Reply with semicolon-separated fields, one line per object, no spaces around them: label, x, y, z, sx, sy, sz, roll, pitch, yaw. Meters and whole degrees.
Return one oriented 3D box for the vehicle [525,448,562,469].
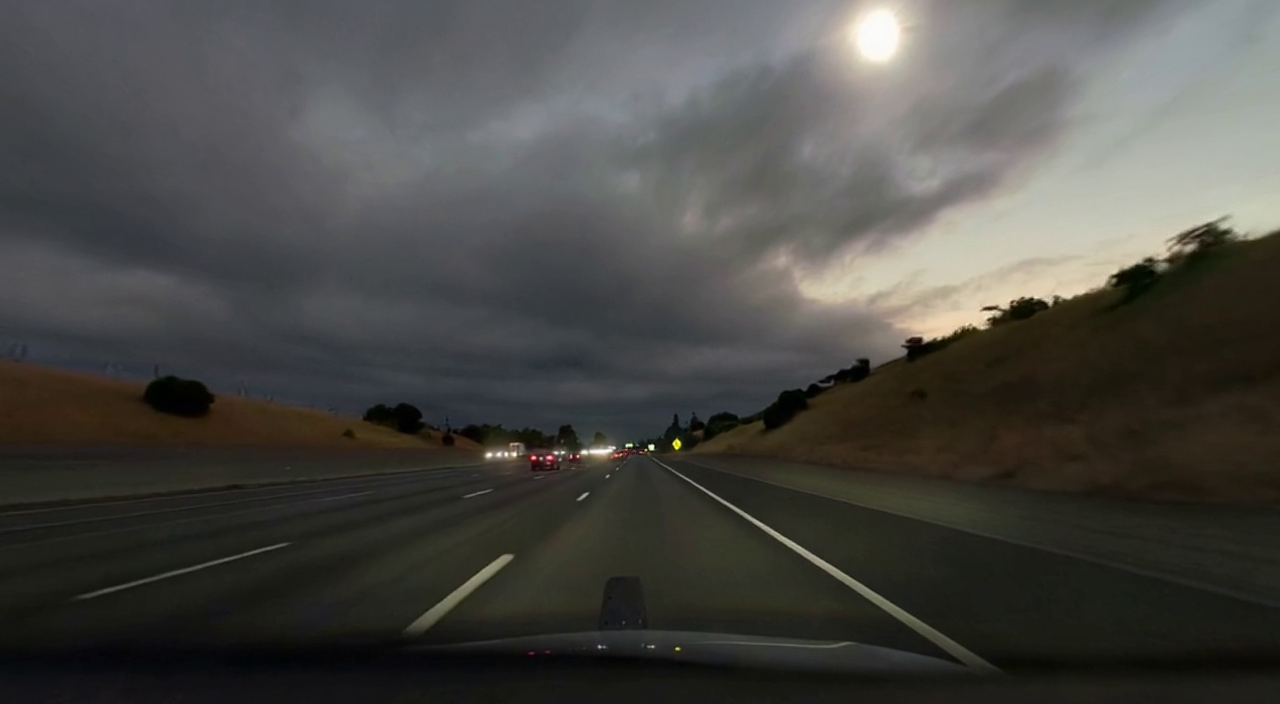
vehicle;-7.138;7.954;47.104;2.015;1.483;4.626;0;-9;0
